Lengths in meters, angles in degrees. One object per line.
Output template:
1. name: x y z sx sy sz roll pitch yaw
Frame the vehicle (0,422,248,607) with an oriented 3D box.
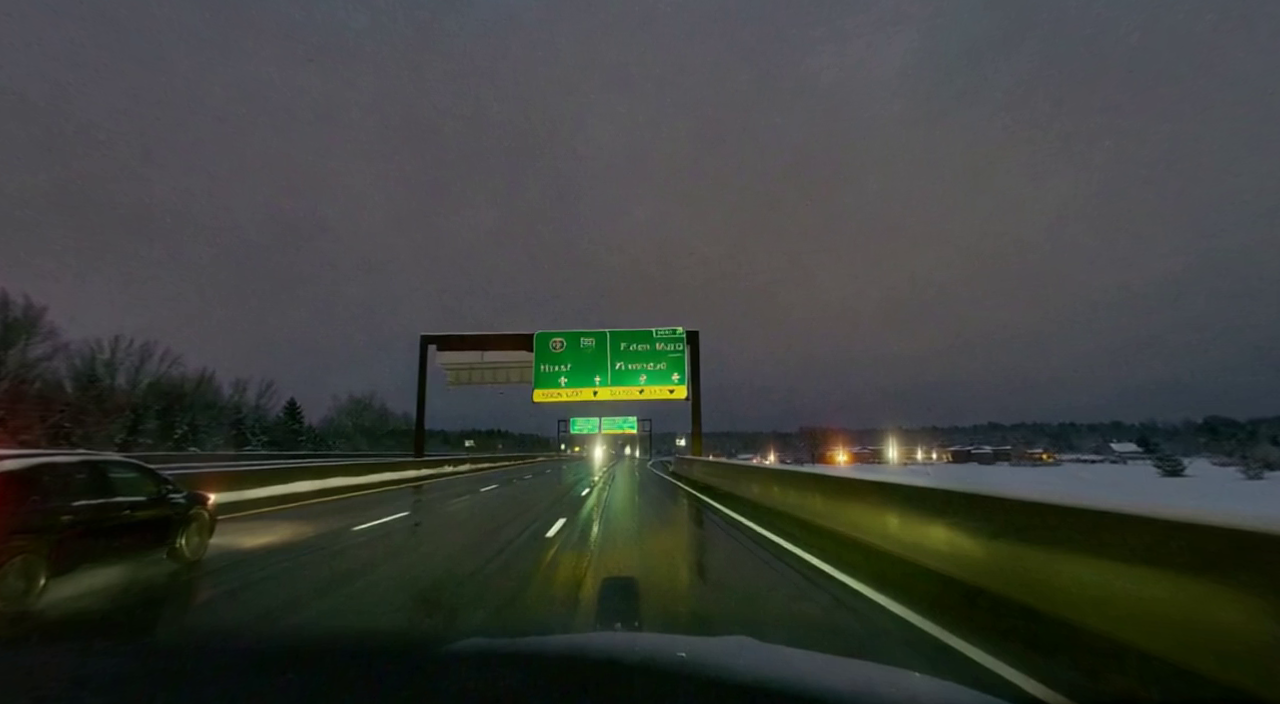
1. vehicle: -6.553 1.589 6.595 2.034 1.578 4.488 0 -9 -1
